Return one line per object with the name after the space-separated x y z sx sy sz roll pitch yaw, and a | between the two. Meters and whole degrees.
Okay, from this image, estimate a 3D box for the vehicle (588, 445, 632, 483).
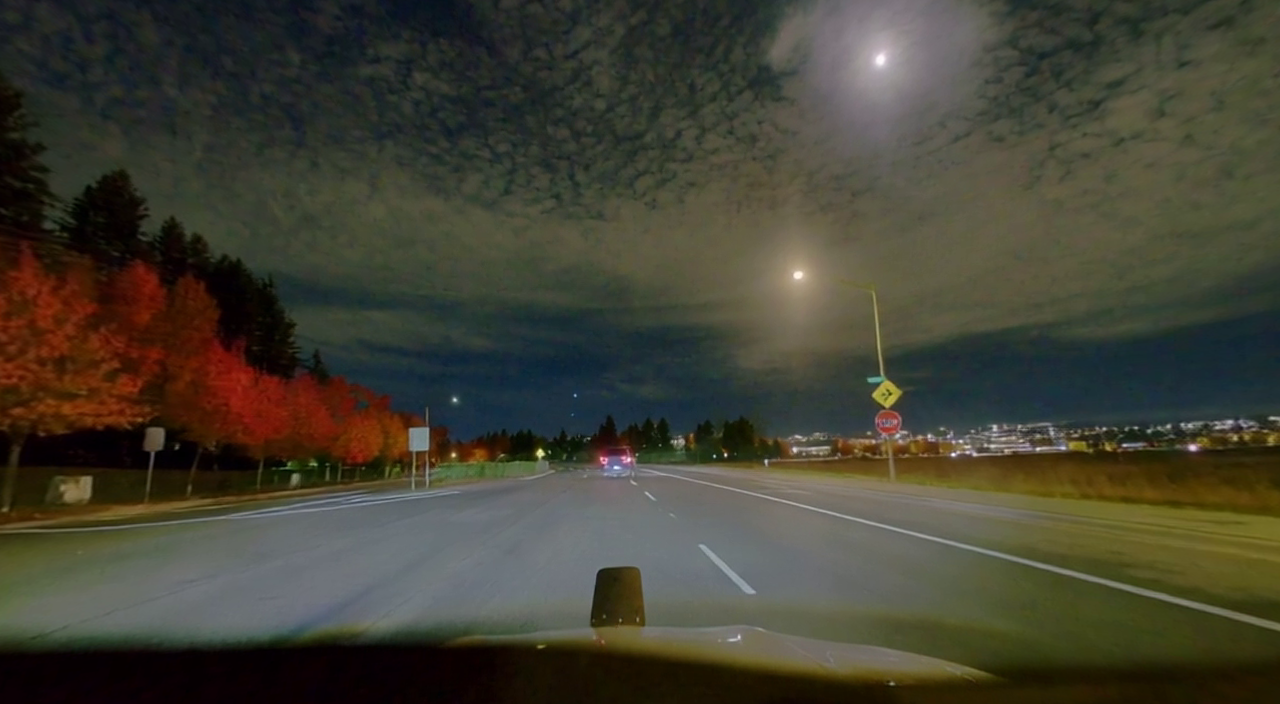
-1.631 6.396 36.384 2.284 2.012 5.607 0 -9 -1 | vehicle
